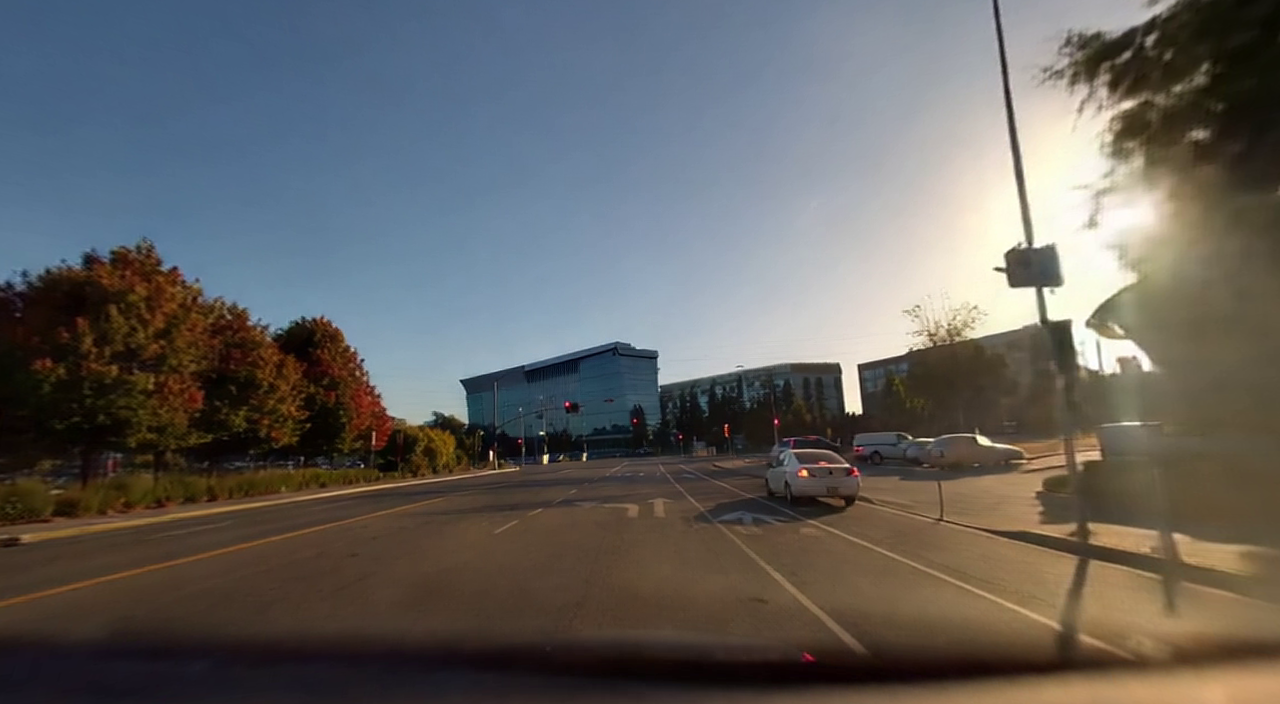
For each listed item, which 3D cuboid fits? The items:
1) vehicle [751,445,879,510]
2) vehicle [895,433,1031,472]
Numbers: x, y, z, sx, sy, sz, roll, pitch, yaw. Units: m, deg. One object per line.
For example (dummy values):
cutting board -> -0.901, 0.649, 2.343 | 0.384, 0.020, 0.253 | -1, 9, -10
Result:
vehicle -> 4.363, 3.201, 16.583 | 2.006, 1.448, 4.671 | 0, -9, 0
vehicle -> 12.439, 3.901, 24.483 | 4.227, 1.451, 1.874 | 0, -9, 2
